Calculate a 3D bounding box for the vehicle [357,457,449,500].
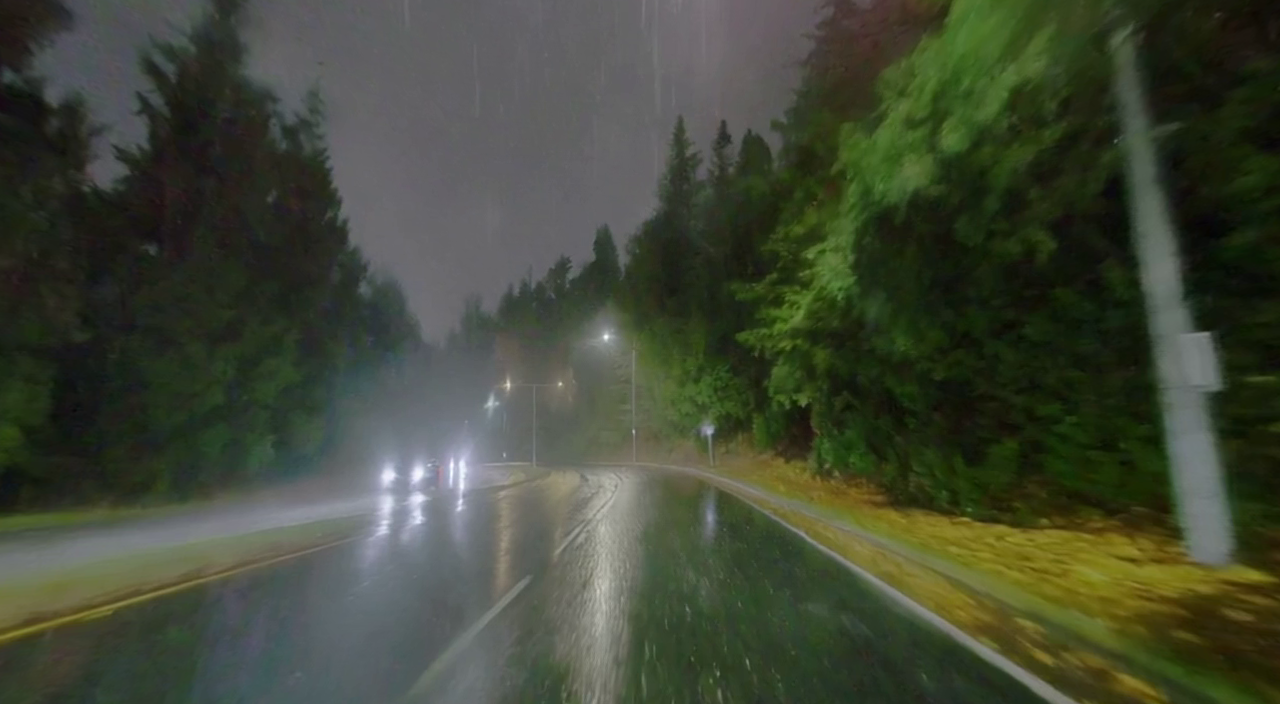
[{"bbox_3d":[-9.371,5.028,25.400,1.977,1.466,4.669,0,-9,-1],"label":"vehicle"}]
